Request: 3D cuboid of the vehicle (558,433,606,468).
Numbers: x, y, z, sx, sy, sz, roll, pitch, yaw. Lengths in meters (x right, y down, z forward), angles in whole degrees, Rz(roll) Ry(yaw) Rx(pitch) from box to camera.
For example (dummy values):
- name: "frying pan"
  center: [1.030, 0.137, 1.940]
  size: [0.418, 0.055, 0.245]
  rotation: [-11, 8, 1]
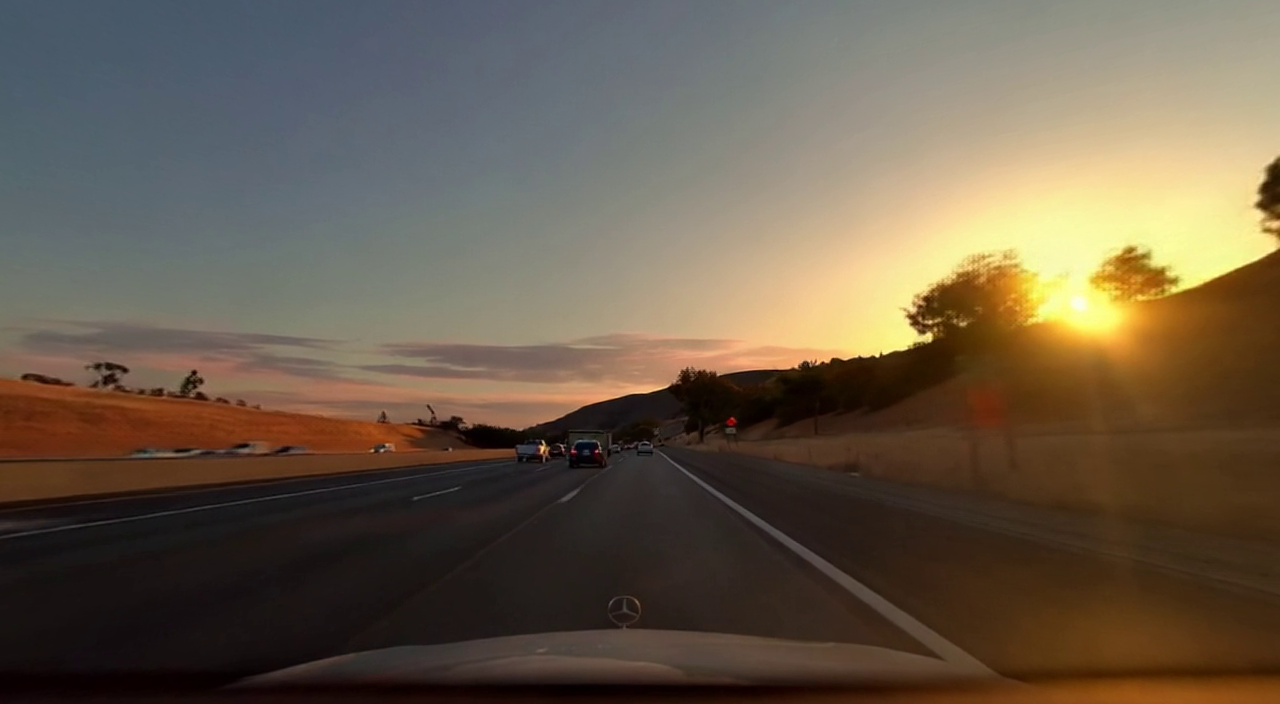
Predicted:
- name: "vehicle"
  center: [-3.022, 5.232, 33.466]
  size: [2.194, 1.766, 3.720]
  rotation: [0, -8, 0]

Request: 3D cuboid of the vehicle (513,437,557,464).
- name: "vehicle"
  center: [-7.051, 6.680, 42.627]
  size: [2.078, 1.729, 4.722]
  rotation: [0, -8, 1]
